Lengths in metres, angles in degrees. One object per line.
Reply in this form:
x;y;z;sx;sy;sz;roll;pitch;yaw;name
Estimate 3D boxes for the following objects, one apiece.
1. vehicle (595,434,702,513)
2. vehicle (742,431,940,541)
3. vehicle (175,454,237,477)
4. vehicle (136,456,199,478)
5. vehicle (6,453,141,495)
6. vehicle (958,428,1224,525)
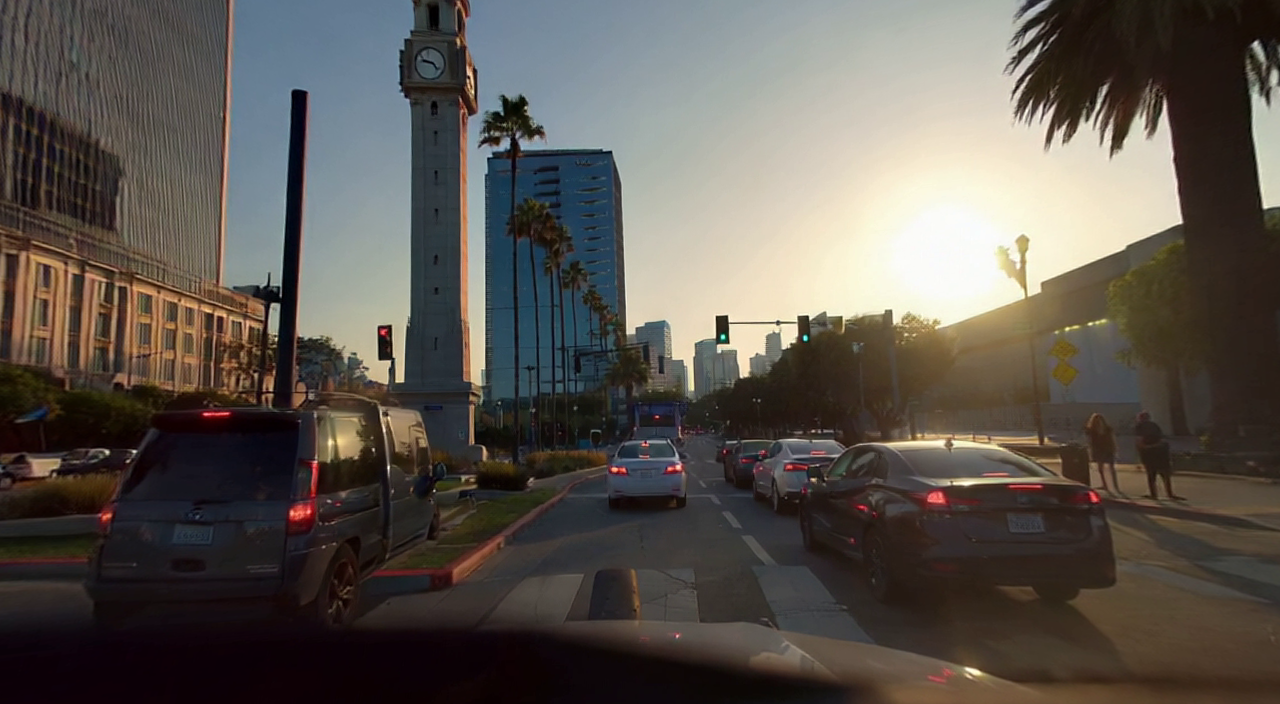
0.186;2.610;13.970;2.048;1.503;3.681;0;-9;1;vehicle
3.100;2.164;10.839;1.913;1.469;4.425;0;-9;0;vehicle
-33.714;8.793;49.031;1.907;1.690;4.456;1;-9;-5;vehicle
-36.834;8.978;49.207;1.700;1.527;4.445;1;-9;-4;vehicle
-26.689;5.716;29.946;2.105;1.793;4.812;0;-9;-3;vehicle
8.180;2.276;12.056;1.859;1.508;4.259;0;-9;-1;vehicle
